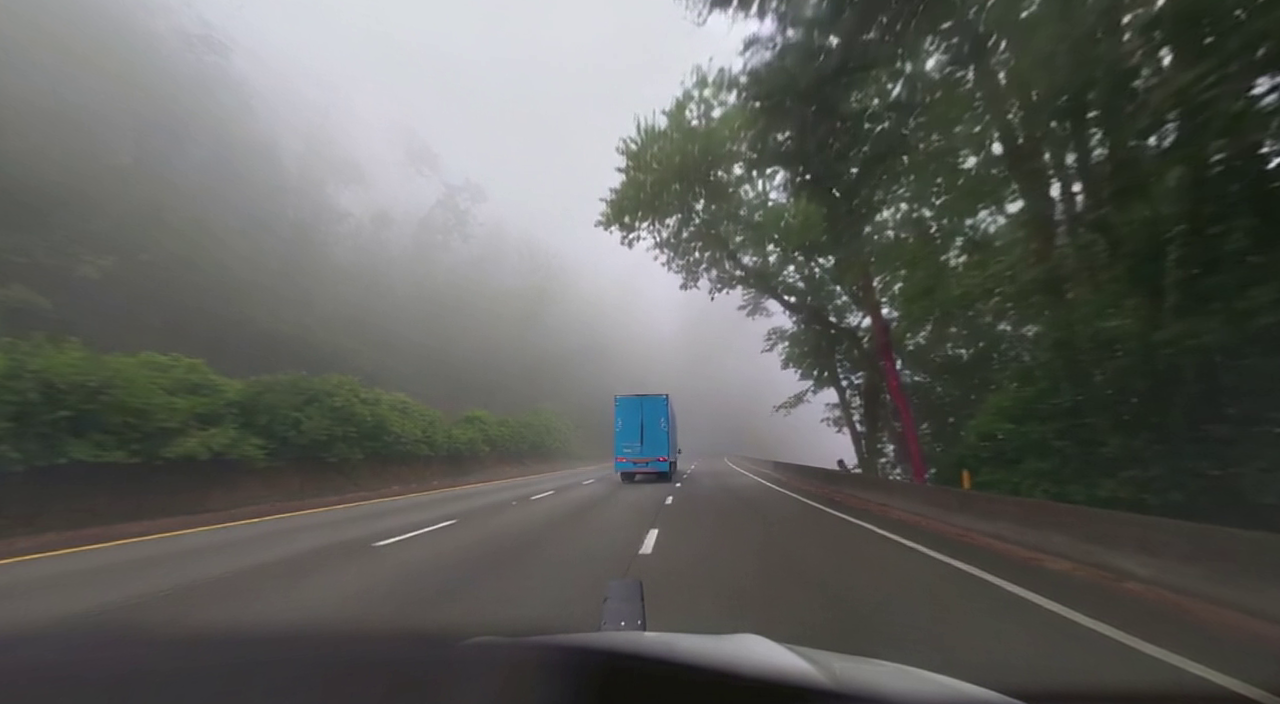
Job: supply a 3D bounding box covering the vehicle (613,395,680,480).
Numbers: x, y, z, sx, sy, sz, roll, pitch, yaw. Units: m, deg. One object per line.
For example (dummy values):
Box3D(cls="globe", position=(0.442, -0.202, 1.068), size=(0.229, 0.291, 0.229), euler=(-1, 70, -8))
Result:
Box3D(cls="vehicle", position=(0.558, 4.659, 33.800), size=(2.821, 3.878, 8.925), euler=(-1, -9, 5))
